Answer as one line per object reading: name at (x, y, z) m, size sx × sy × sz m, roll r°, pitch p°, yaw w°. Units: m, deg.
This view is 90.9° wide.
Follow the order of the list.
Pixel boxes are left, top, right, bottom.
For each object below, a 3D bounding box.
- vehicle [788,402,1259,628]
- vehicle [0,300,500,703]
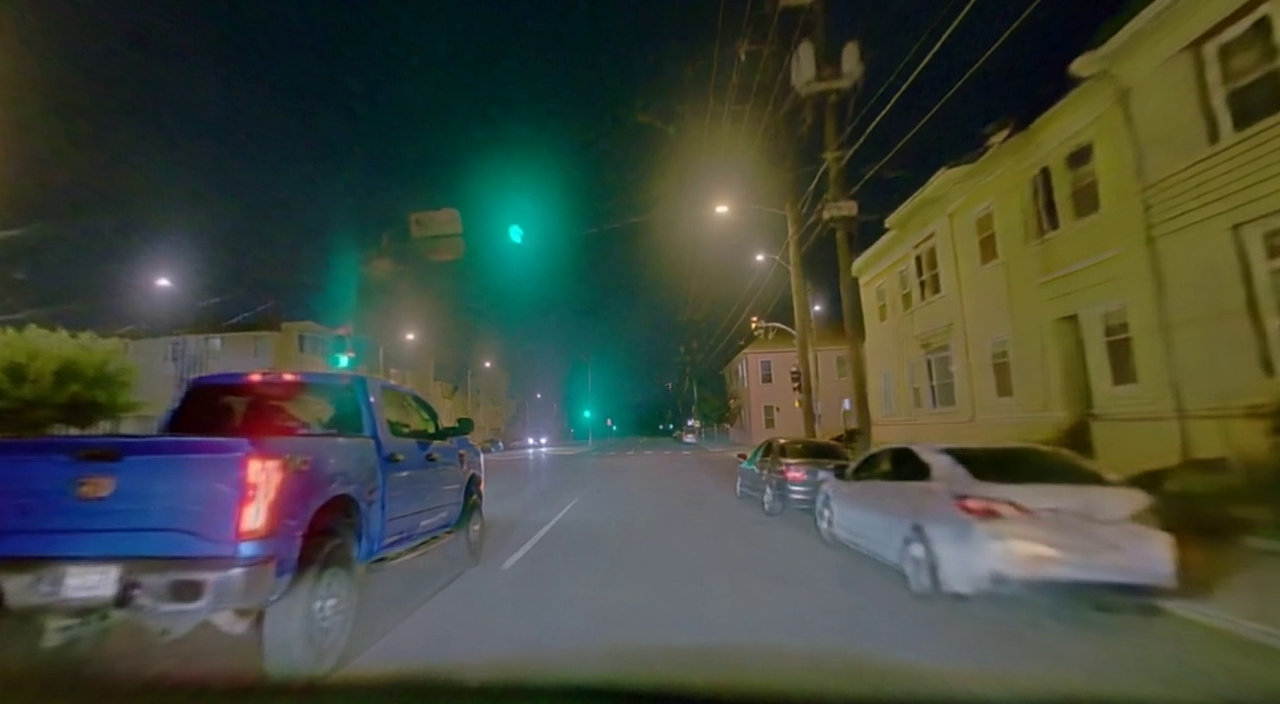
vehicle at (3.104, 1.411, 6.466) m, size 2.012 × 1.491 × 4.333 m, roll 0°, pitch -8°, yaw -1°
vehicle at (-2.925, 1.115, 5.151) m, size 2.242 × 1.890 × 5.306 m, roll -1°, pitch -8°, yaw 1°
